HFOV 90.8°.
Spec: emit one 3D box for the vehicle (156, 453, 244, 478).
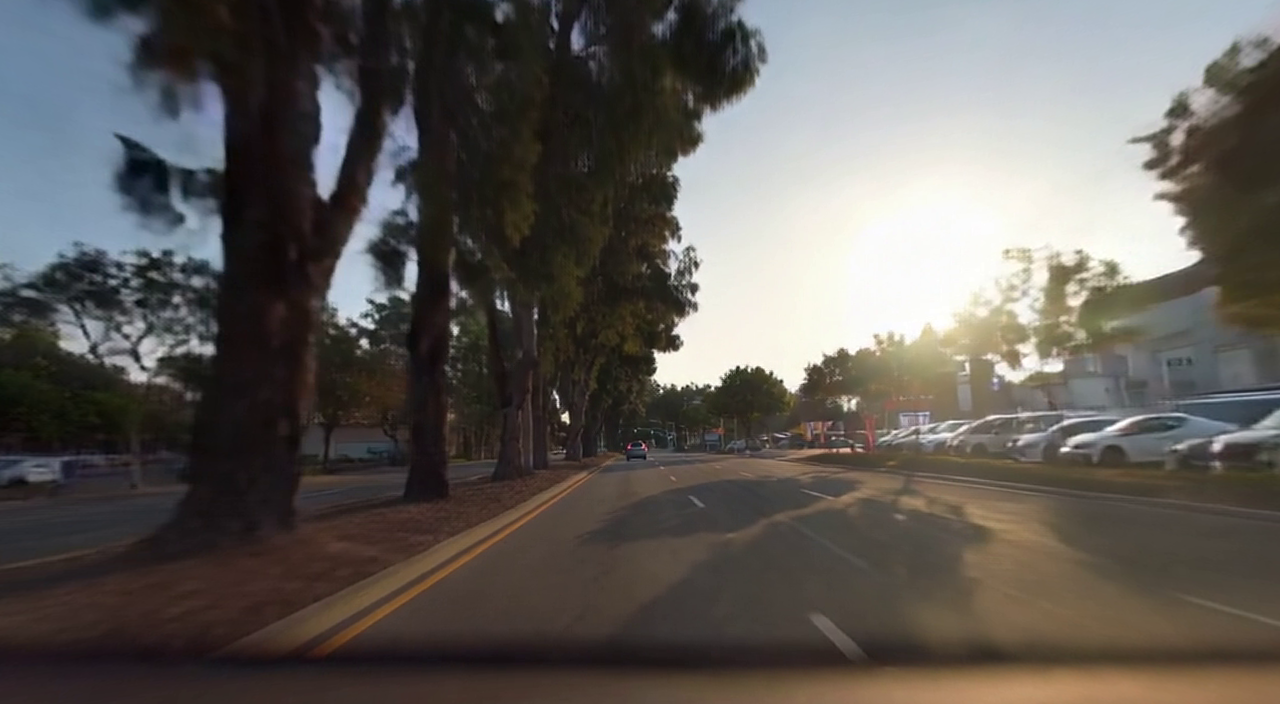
[{"bbox_3d":[-29.794,7.704,42.856,4.408,1.568,2.052,0,-9,-1],"label":"vehicle"}]
